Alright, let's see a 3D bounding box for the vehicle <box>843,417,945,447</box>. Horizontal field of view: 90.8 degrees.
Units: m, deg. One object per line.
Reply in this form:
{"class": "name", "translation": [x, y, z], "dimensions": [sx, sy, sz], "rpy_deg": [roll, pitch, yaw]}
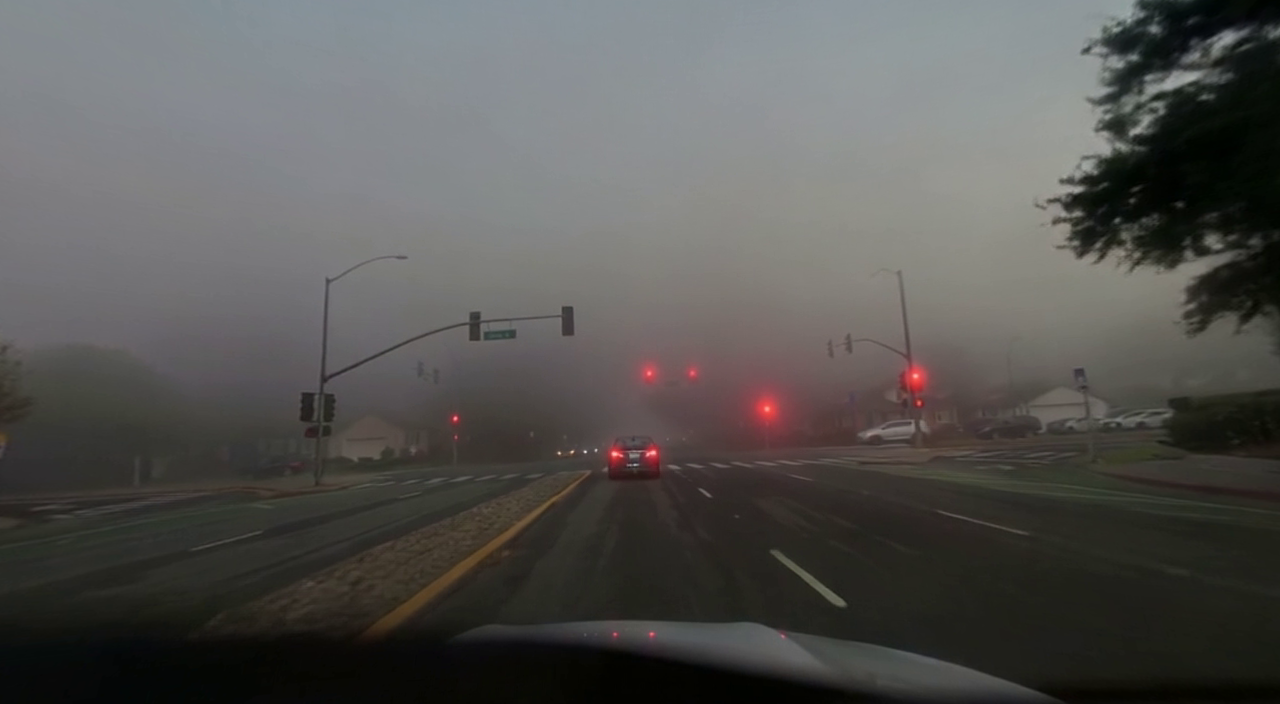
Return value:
{"class": "vehicle", "translation": [17.932, 5.672, 44.839], "dimensions": [6.025, 2.000, 2.876], "rpy_deg": [1, -7, -2]}

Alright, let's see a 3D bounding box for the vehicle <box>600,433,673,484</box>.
{"class": "vehicle", "translation": [-0.023, 3.691, 22.296], "dimensions": [2.074, 1.570, 3.647], "rpy_deg": [1, -8, 7]}

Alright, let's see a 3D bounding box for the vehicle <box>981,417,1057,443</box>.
{"class": "vehicle", "translation": [28.649, 5.945, 47.827], "dimensions": [4.557, 1.899, 1.996], "rpy_deg": [1, -8, -5]}

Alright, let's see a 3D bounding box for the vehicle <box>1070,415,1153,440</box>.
{"class": "vehicle", "translation": [35.917, 5.732, 48.163], "dimensions": [4.735, 1.784, 2.094], "rpy_deg": [1, -7, -3]}
